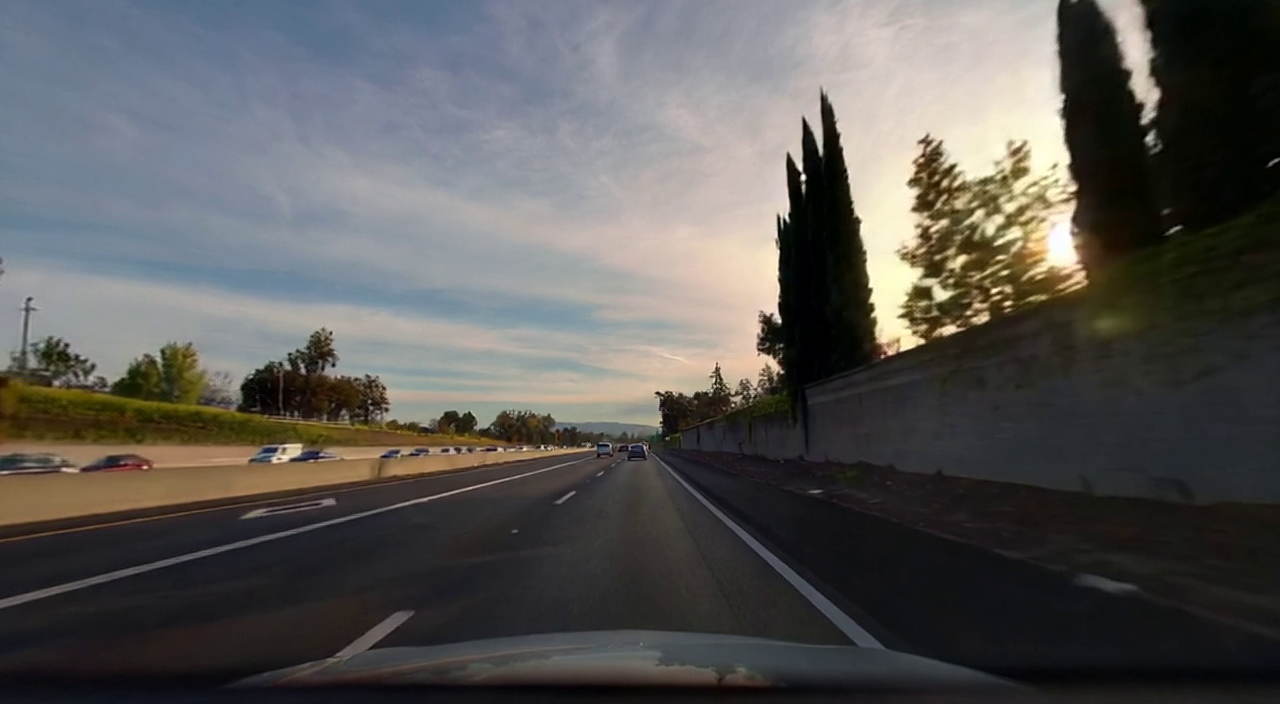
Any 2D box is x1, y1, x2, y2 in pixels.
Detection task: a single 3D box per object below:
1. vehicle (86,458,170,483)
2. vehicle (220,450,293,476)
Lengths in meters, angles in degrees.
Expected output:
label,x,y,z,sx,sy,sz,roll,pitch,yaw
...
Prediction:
label,x,y,z,sx,sy,sz,roll,pitch,yaw
vehicle,-33.392,7.716,41.239,1.825,1.496,4.423,0,-9,0
vehicle,-26.168,7.581,43.217,2.023,1.625,4.651,0,-9,1
